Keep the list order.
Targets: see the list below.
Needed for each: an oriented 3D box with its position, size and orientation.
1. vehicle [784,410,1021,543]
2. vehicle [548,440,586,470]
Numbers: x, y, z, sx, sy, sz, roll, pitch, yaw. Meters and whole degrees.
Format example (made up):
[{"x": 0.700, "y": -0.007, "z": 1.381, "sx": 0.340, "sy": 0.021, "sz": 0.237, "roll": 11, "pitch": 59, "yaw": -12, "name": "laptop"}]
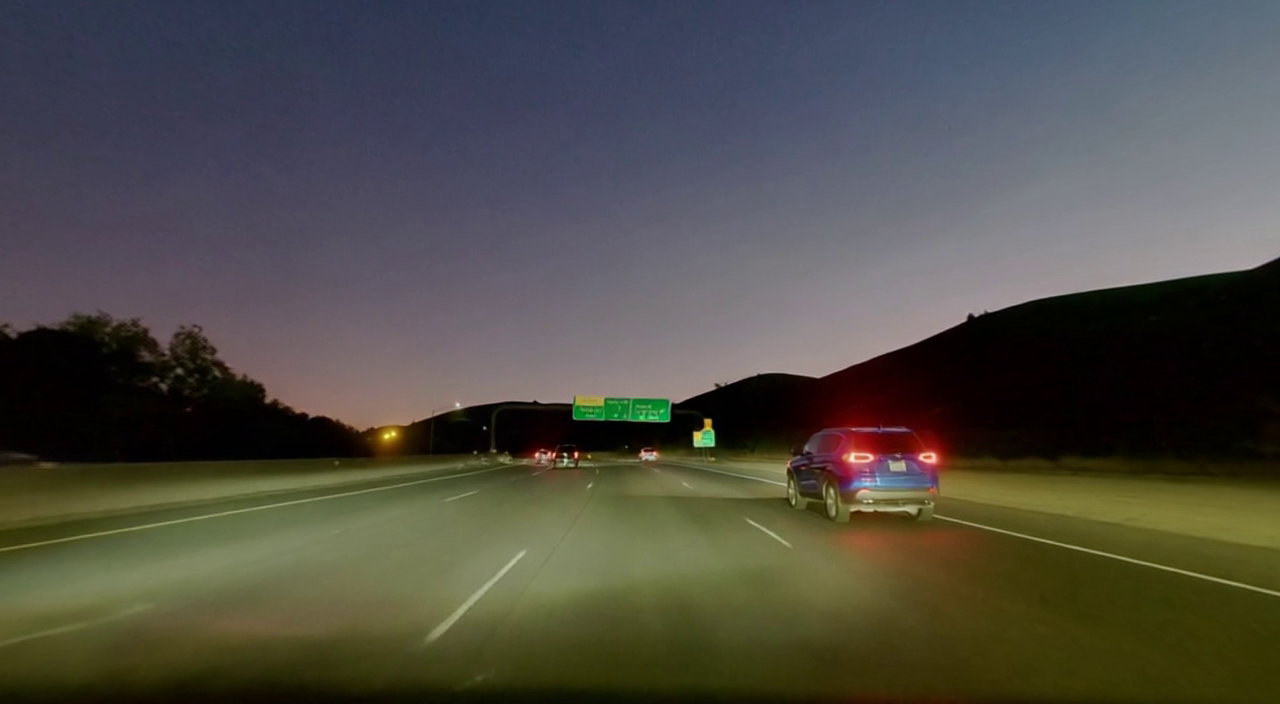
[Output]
[{"x": 4.362, "y": 2.162, "z": 11.607, "sx": 2.103, "sy": 1.903, "sz": 4.837, "roll": 0, "pitch": -9, "yaw": -2, "name": "vehicle"}, {"x": -5.552, "y": 7.894, "z": 48.583, "sx": 2.537, "sy": 2.121, "sz": 5.251, "roll": 0, "pitch": -9, "yaw": -3, "name": "vehicle"}]
